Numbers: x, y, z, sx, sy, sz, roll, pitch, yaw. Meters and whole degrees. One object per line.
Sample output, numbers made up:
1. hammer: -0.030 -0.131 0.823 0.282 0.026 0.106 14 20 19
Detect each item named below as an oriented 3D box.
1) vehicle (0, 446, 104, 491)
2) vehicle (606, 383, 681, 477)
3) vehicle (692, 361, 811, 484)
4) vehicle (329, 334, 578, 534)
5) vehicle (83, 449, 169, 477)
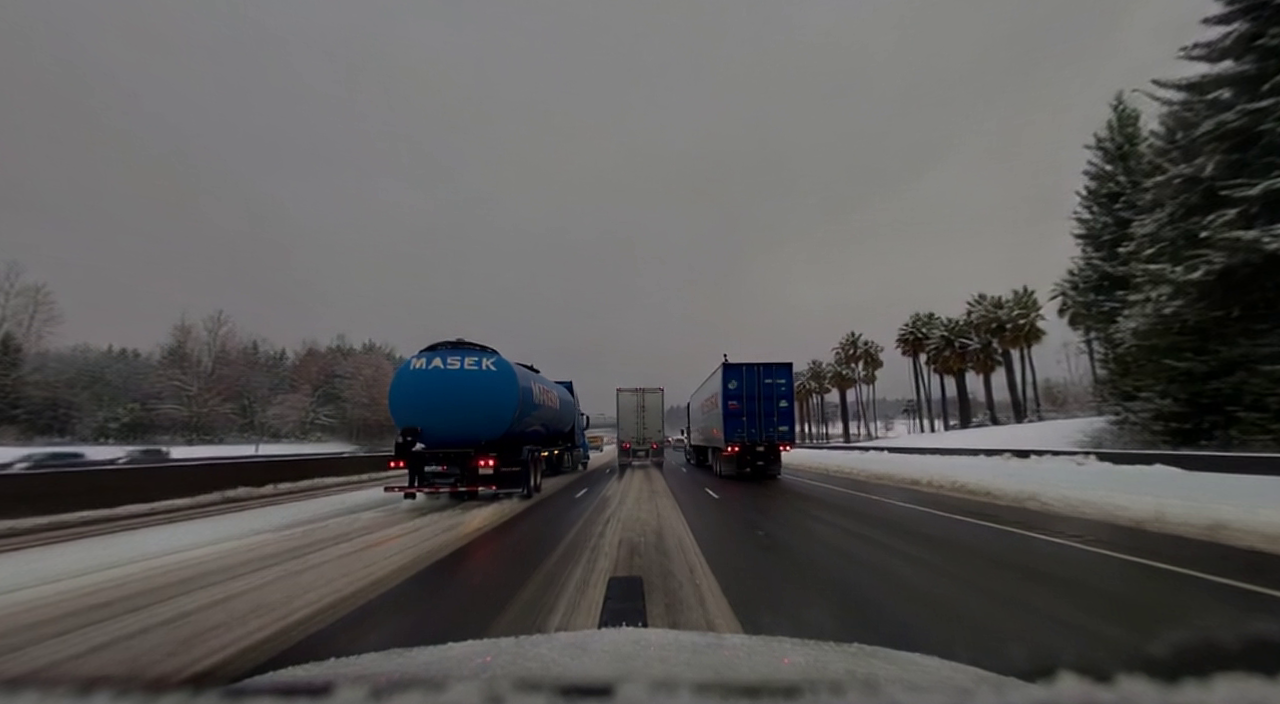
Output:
1. vehicle: -20.537 3.936 21.584 1.460 1.357 3.230 -1 -8 1
2. vehicle: 0.288 4.564 35.311 3.097 3.856 18.209 -1 -8 1
3. vehicle: 4.369 3.428 28.761 2.887 4.178 14.553 0 -8 1
4. vehicle: -3.543 2.099 15.786 2.786 3.228 11.082 0 -8 0
5. vehicle: -31.512 6.775 38.820 1.956 1.542 3.837 -1 -8 1
